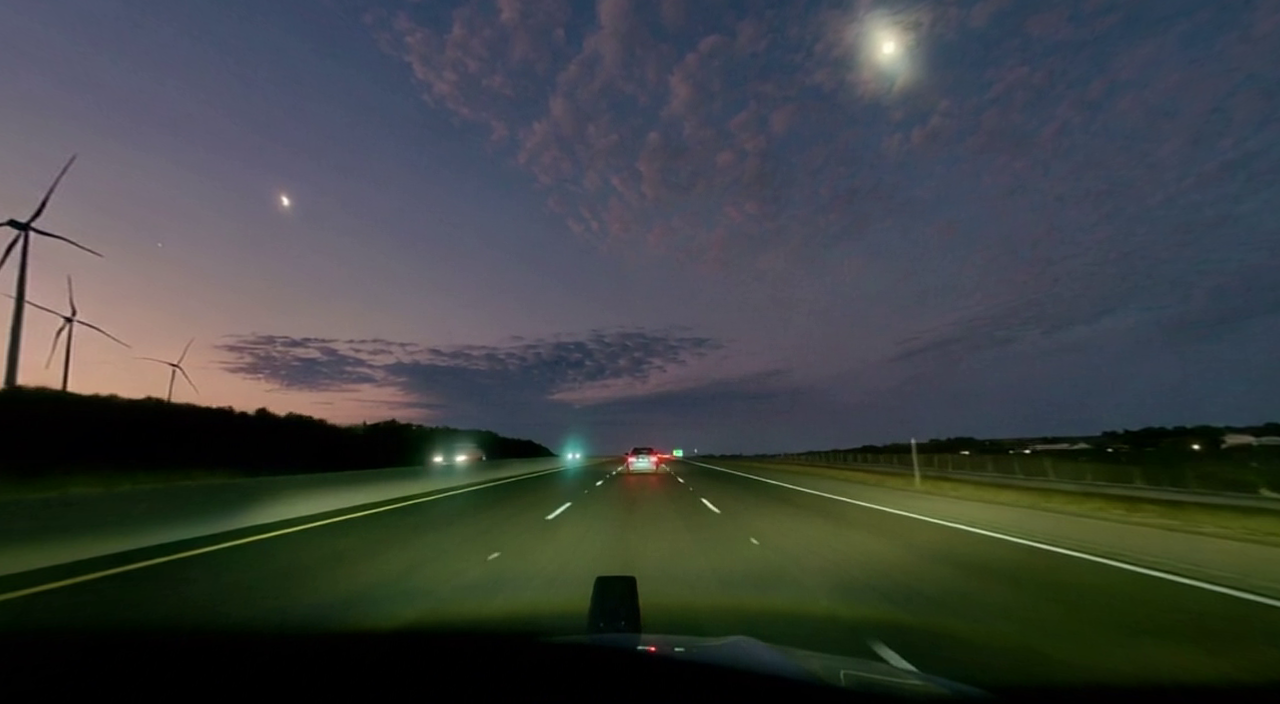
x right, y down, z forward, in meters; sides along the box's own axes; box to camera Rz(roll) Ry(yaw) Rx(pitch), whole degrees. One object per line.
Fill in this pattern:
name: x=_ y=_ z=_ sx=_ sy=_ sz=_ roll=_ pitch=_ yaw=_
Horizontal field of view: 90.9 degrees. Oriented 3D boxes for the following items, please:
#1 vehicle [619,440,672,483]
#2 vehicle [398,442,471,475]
vehicle: x=0.208 y=4.658 z=26.975 sx=2.083 sy=1.653 sz=3.787 roll=0 pitch=-9 yaw=0
vehicle: x=-11.671 y=6.089 z=36.261 sx=2.201 sy=1.765 sz=5.378 roll=-1 pitch=-9 yaw=2
